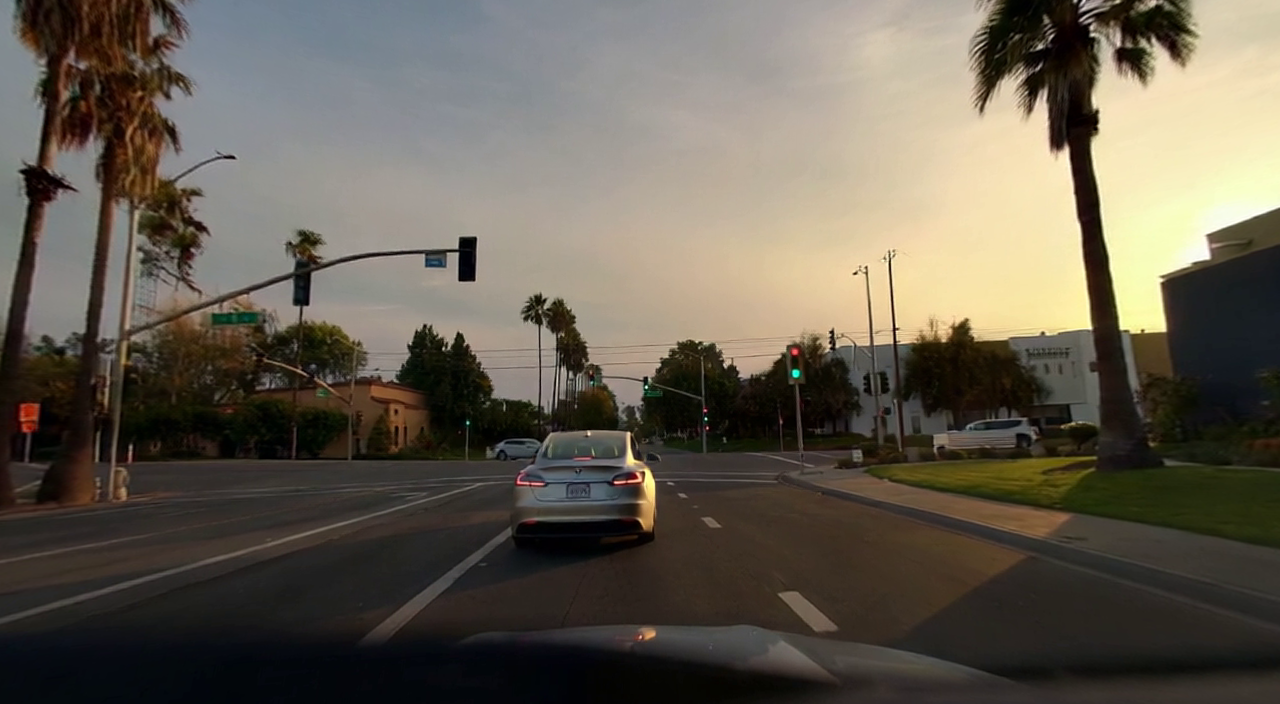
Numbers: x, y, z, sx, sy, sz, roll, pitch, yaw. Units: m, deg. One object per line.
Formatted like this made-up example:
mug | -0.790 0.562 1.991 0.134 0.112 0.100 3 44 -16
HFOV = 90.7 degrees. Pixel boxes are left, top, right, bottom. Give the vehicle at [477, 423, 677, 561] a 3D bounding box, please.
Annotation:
vehicle | -0.686 1.827 9.006 2.152 1.478 4.229 0 -8 0
